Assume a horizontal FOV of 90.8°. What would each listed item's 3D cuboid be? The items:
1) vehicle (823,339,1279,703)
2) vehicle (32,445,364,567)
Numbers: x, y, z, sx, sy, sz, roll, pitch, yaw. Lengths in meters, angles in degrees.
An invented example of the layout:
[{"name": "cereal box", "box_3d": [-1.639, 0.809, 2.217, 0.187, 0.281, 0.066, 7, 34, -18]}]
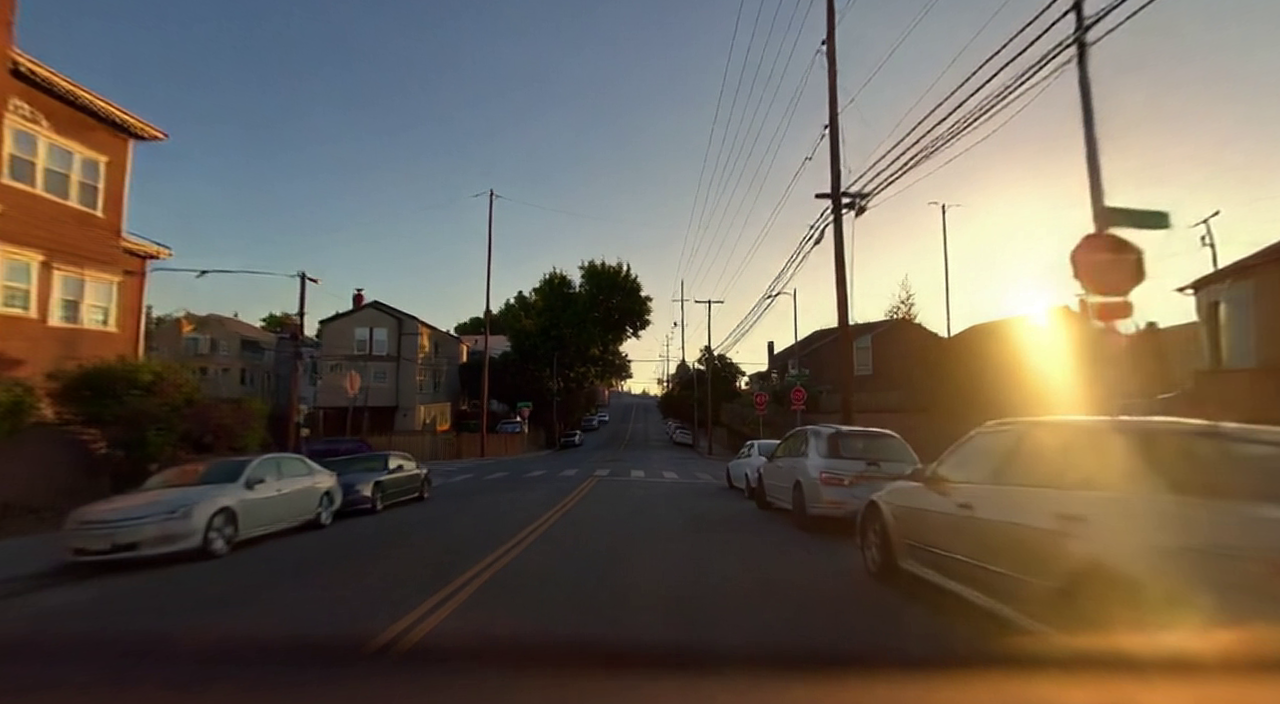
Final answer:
[{"name": "vehicle", "box_3d": [3.283, 1.211, 5.010, 2.086, 1.759, 5.461, 0, -8, 1]}, {"name": "vehicle", "box_3d": [-6.383, 2.207, 9.995, 2.098, 1.454, 4.449, 0, -8, -1]}]
